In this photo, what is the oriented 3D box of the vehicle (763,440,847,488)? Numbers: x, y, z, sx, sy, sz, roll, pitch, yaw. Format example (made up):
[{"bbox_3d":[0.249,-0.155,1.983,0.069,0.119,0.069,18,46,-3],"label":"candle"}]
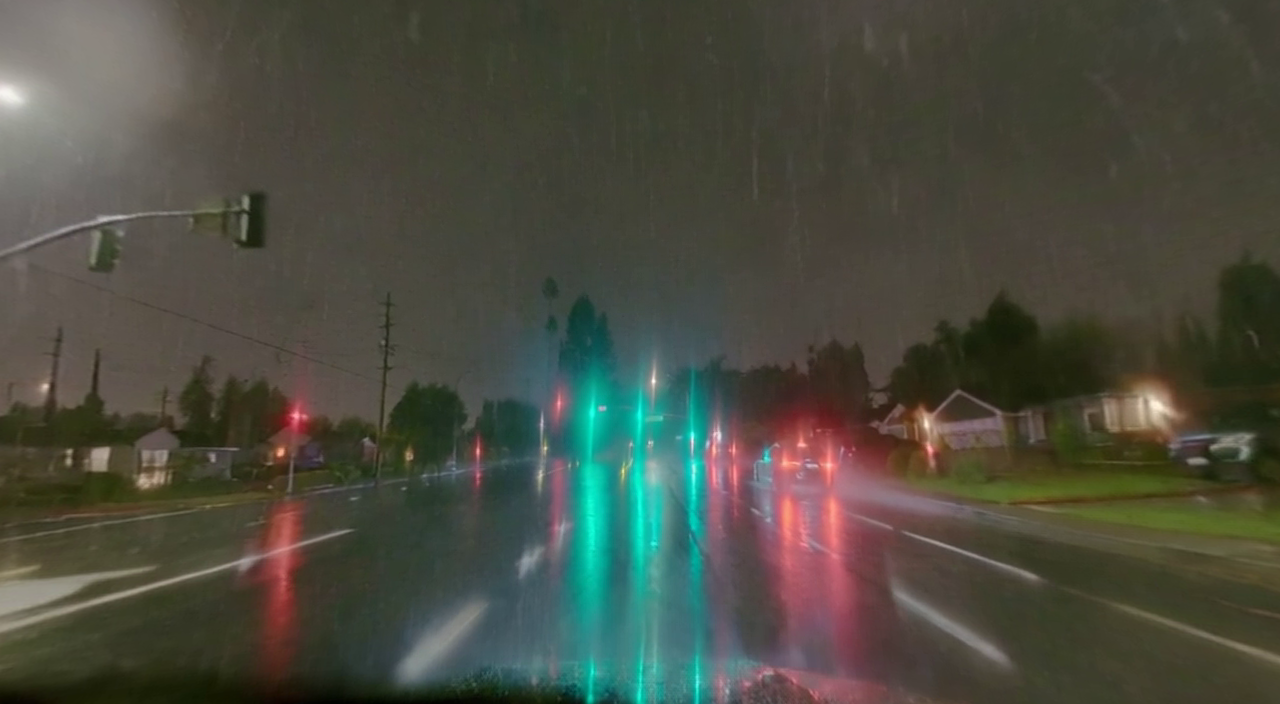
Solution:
[{"bbox_3d":[5.760,3.947,22.595,1.855,1.520,4.808,0,-8,2],"label":"vehicle"}]

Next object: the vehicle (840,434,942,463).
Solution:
[{"bbox_3d":[12.911,4.977,32.566,4.461,1.461,1.805,0,-8,-1],"label":"vehicle"}]

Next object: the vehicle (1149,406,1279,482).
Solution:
[{"bbox_3d":[14.480,2.096,14.469,3.769,1.598,1.987,0,-8,0],"label":"vehicle"}]

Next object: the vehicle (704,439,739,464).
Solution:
[{"bbox_3d":[6.064,7.482,47.509,2.026,1.754,4.565,0,-8,0],"label":"vehicle"}]
